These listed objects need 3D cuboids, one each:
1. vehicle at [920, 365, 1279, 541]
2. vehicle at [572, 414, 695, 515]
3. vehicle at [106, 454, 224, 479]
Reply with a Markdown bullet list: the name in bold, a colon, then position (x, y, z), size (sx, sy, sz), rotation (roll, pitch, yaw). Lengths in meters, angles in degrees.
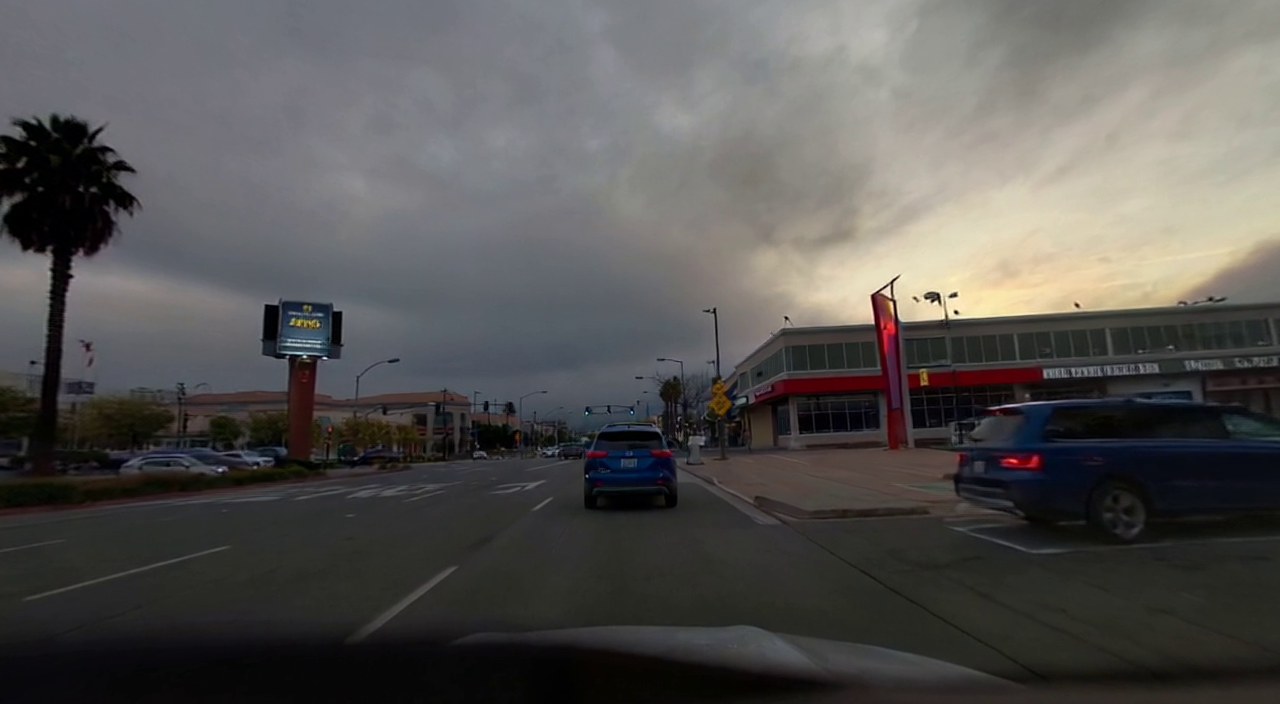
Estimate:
- **vehicle**: position (6.239, 1.153, 7.394), size (4.828, 1.733, 2.231), rotation (0, -9, 0)
- **vehicle**: position (-0.165, 2.337, 13.462), size (2.234, 1.818, 3.869), rotation (0, -9, -1)
- **vehicle**: position (-27.867, 6.729, 37.307), size (5.154, 1.343, 1.943), rotation (4, -9, -24)
